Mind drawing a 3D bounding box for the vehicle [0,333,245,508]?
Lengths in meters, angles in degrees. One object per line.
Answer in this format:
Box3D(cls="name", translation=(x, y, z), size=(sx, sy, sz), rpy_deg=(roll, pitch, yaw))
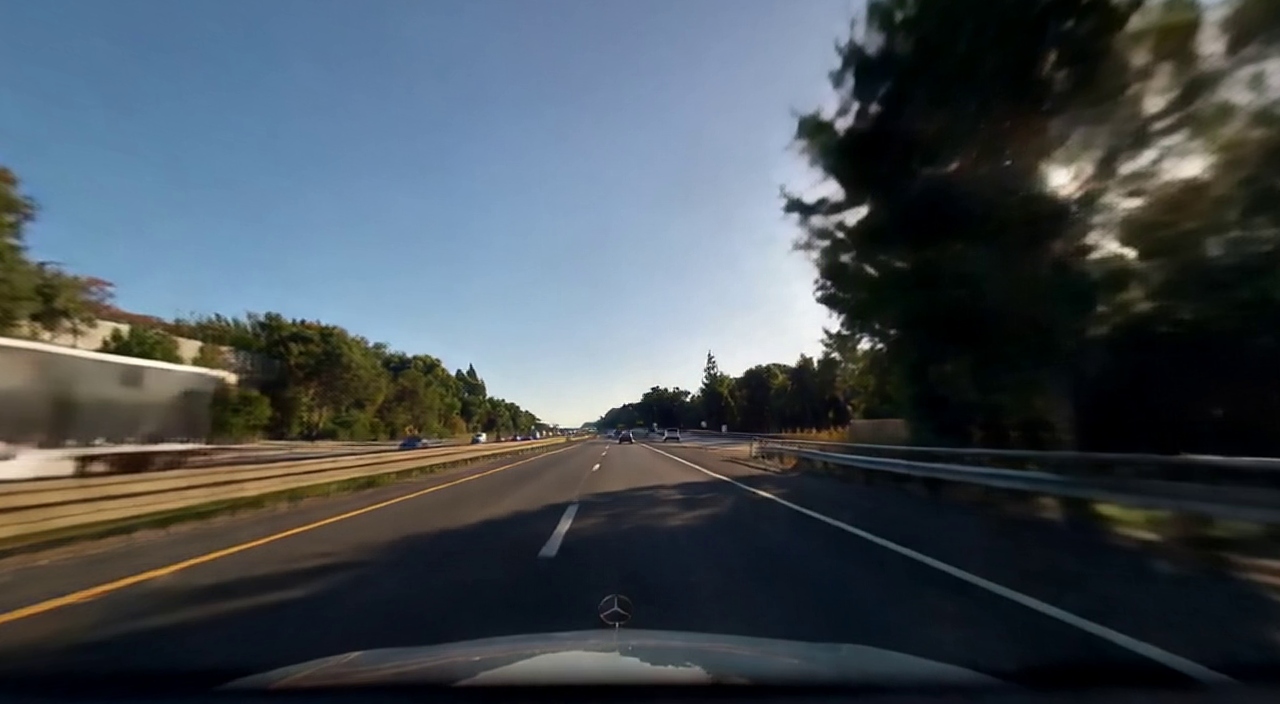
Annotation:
Box3D(cls="vehicle", translation=(-16.571, 1.938, 17.211), size=(2.884, 4.071, 14.033), rpy_deg=(0, -8, -2))
